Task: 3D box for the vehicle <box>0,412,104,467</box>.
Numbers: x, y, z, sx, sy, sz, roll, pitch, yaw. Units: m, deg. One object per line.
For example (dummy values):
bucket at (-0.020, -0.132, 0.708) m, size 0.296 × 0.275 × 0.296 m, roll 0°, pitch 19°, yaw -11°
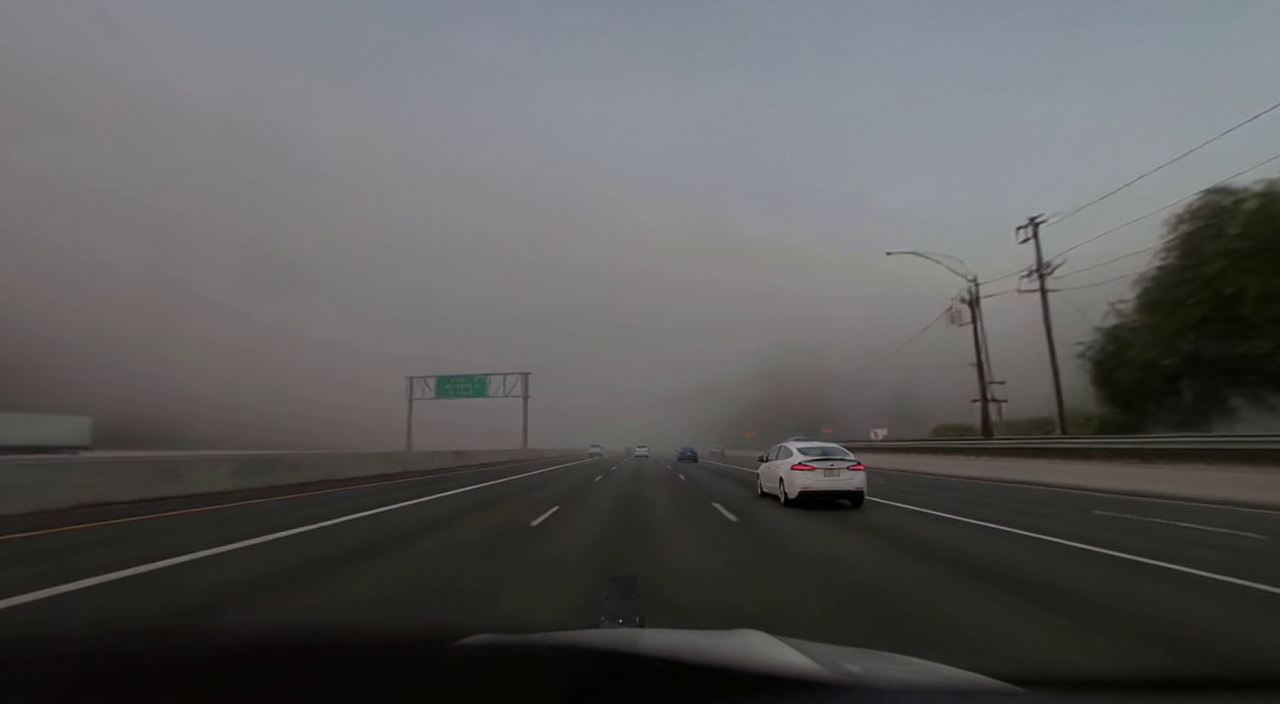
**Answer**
vehicle at (-45.330, 6.360, 45.515) m, size 3.003 × 3.786 × 10.840 m, roll -1°, pitch -9°, yaw 4°
